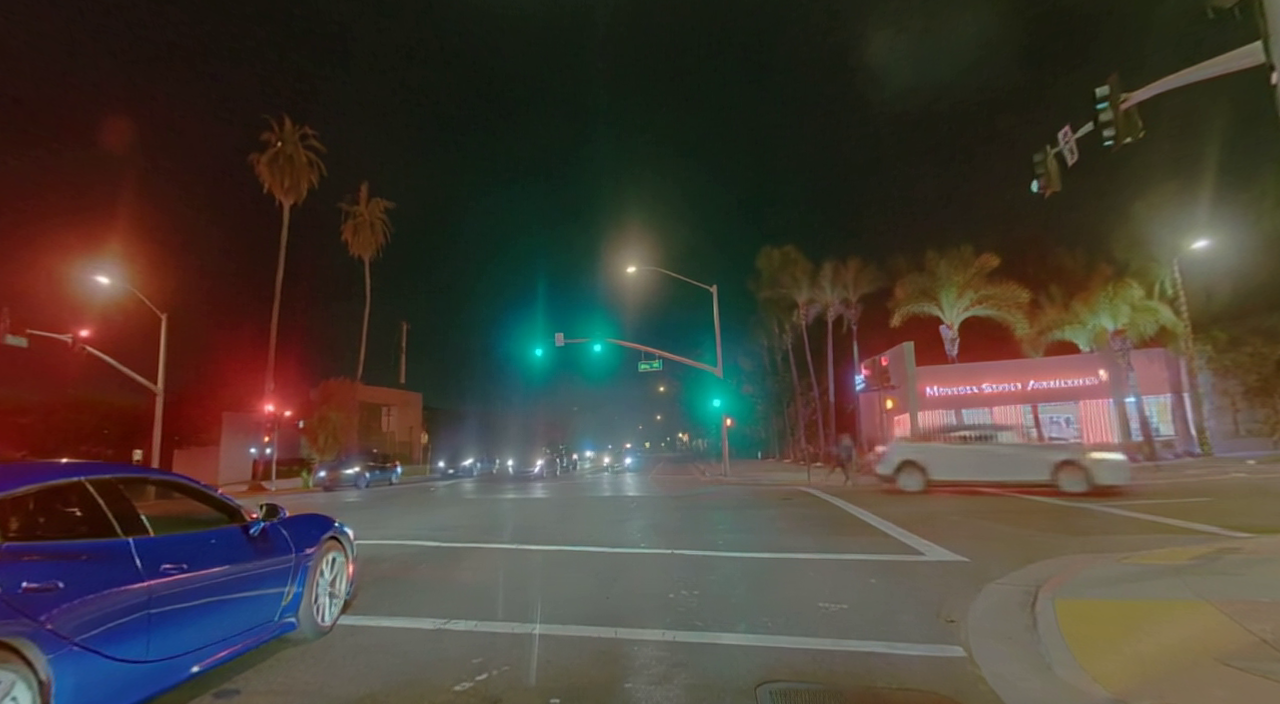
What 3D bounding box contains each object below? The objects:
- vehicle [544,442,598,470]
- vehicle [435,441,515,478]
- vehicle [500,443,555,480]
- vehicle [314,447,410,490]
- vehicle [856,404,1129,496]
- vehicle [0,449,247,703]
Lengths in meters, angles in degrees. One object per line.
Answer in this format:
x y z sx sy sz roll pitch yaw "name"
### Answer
-4.122 6.341 38.687 2.072 1.613 4.386 -2 -9 11 "vehicle"
-8.654 5.837 33.767 2.050 1.792 5.507 -1 -12 8 "vehicle"
-4.843 4.758 27.753 1.839 1.468 4.549 0 -9 -3 "vehicle"
-12.828 5.357 29.450 1.870 1.705 4.426 -7 -10 11 "vehicle"
7.422 2.145 13.862 4.775 1.709 2.092 -4 -10 25 "vehicle"
-3.705 1.019 2.252 1.850 1.325 4.295 0 -9 0 "vehicle"
